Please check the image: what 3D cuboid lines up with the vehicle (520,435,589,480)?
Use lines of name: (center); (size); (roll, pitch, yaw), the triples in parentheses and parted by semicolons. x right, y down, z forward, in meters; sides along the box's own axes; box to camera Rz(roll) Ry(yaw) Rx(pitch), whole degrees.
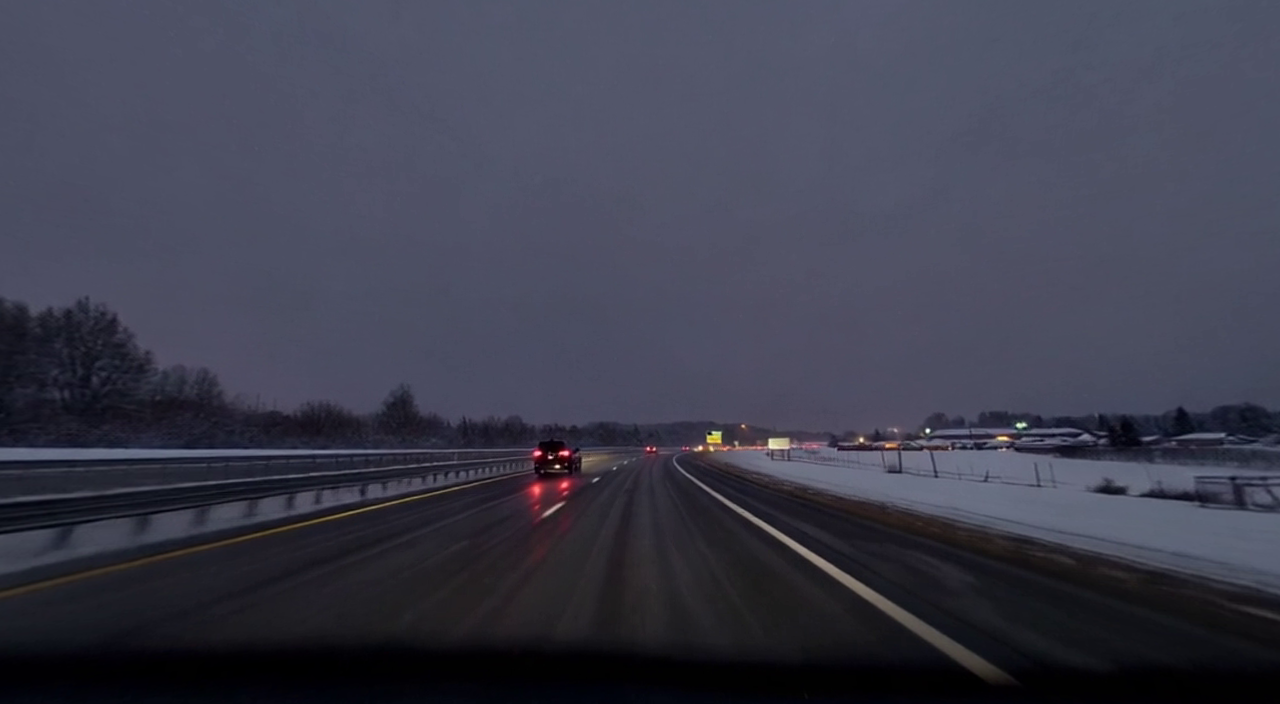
vehicle: (-3.603, 4.579, 27.566); (2.193, 1.771, 4.757); (0, -9, 2)
